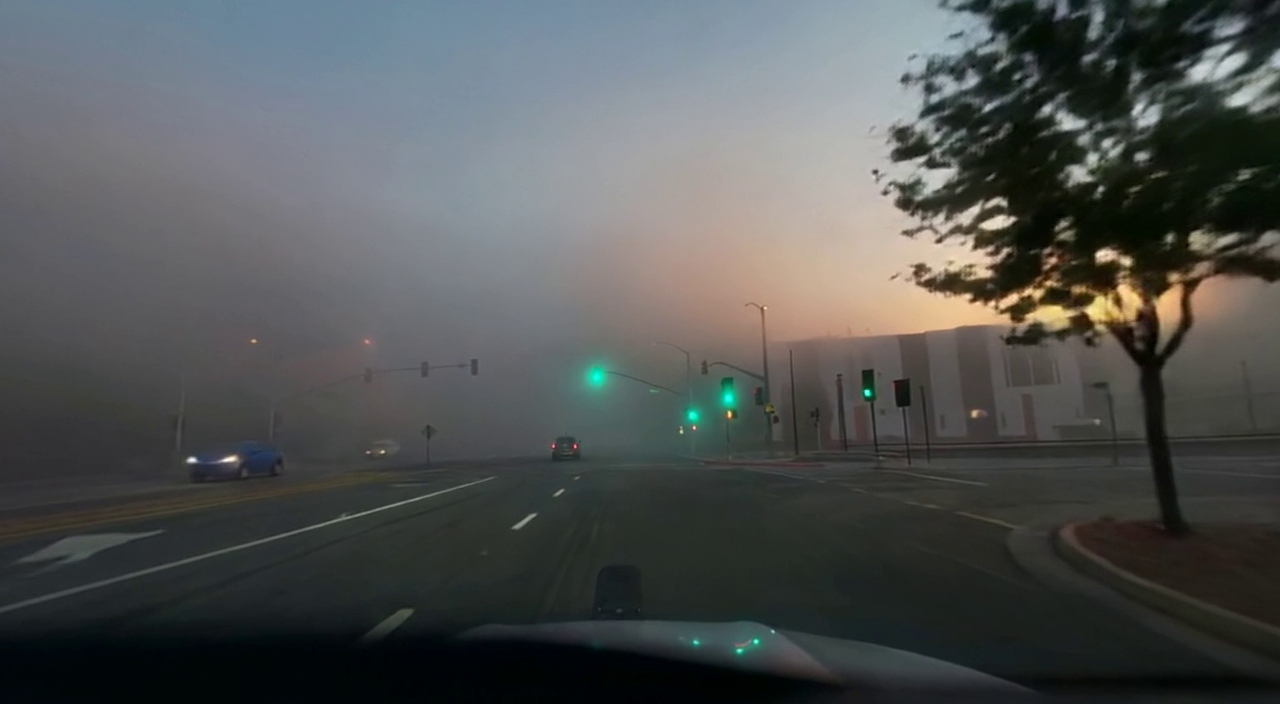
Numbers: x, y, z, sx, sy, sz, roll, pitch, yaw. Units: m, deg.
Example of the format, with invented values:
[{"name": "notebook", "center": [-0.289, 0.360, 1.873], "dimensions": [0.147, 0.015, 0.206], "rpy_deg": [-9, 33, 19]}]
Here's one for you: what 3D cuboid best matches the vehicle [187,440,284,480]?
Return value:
[{"name": "vehicle", "center": [-20.700, 5.515, 32.585], "dimensions": [2.097, 1.858, 4.601], "rpy_deg": [0, -9, -3]}]
